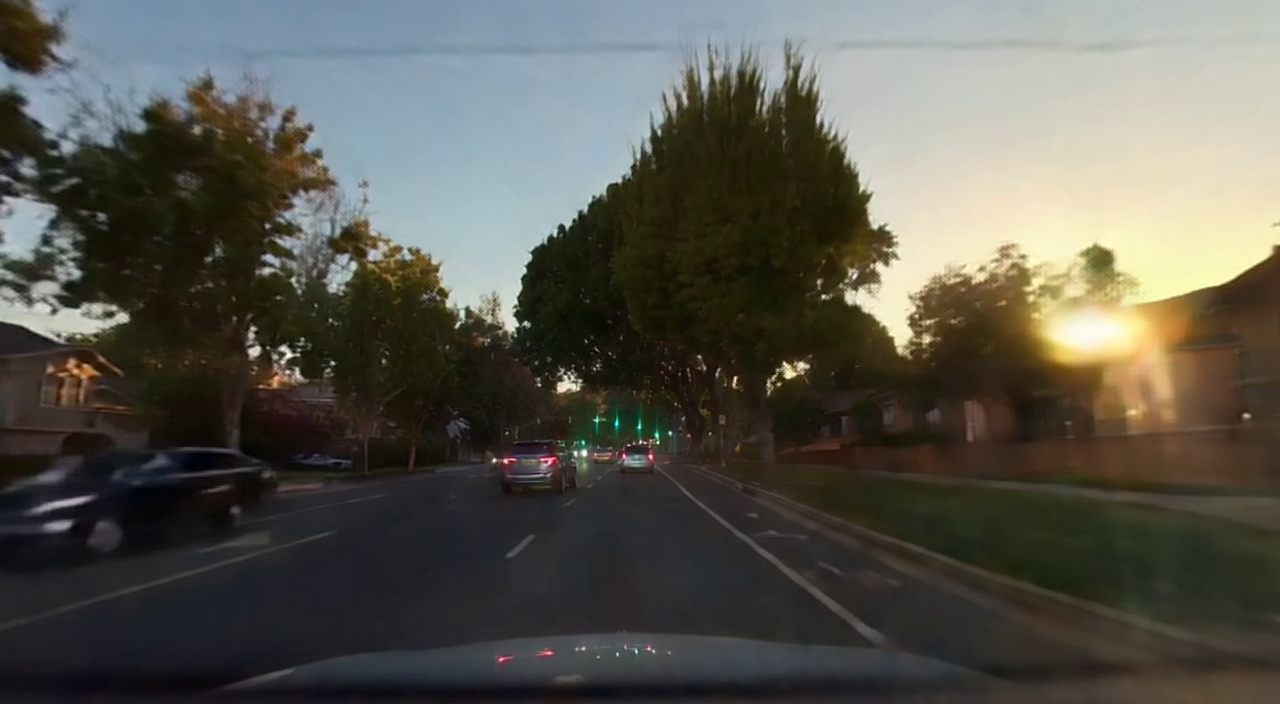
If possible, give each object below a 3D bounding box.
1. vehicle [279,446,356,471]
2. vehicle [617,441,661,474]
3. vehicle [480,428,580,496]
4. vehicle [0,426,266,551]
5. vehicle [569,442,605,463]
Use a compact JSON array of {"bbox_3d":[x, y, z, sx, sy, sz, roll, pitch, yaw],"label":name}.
[{"bbox_3d":[-22.465,7.410,44.171,4.203,1.693,2.072,0,-8,0],"label":"vehicle"},{"bbox_3d":[-0.076,5.189,31.385,2.062,1.518,3.901,0,-8,0],"label":"vehicle"},{"bbox_3d":[-3.146,3.254,19.059,2.157,1.771,4.452,0,-8,1],"label":"vehicle"},{"bbox_3d":[-9.045,2.271,11.102,2.149,1.662,4.600,-4,-8,0],"label":"vehicle"},{"bbox_3d":[-3.870,7.455,47.027,2.268,1.522,4.350,0,-8,0],"label":"vehicle"}]
